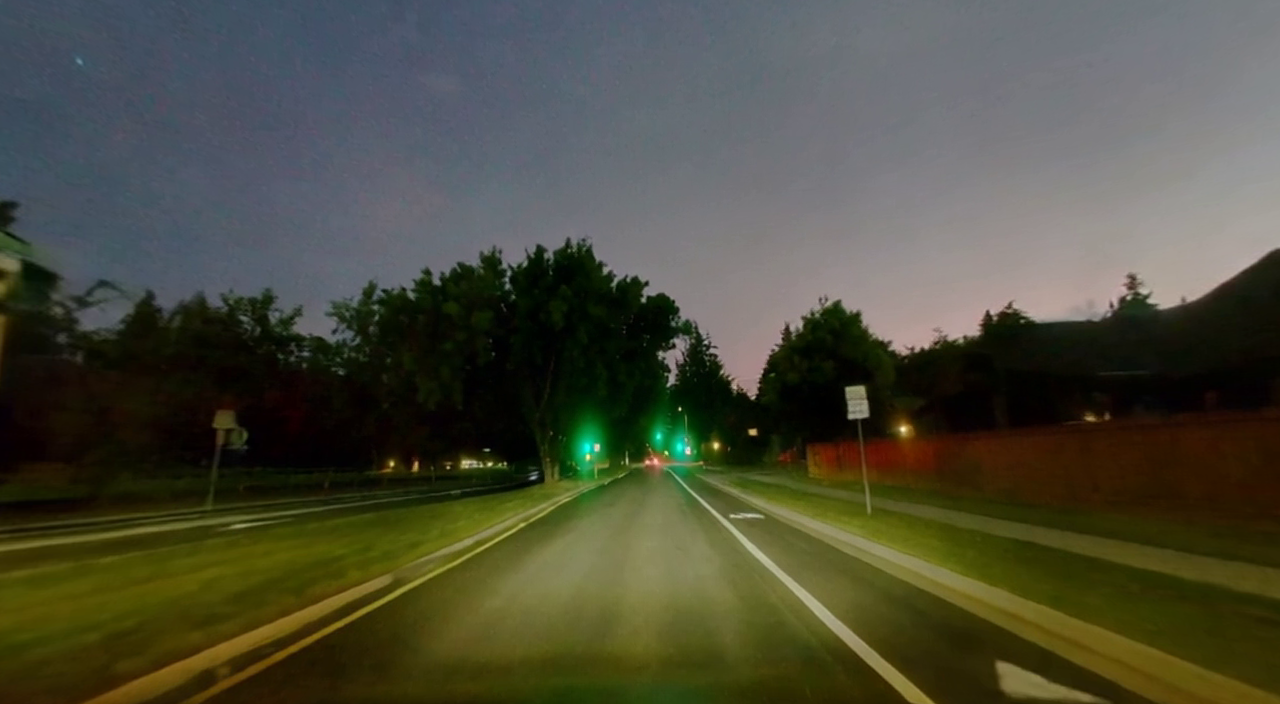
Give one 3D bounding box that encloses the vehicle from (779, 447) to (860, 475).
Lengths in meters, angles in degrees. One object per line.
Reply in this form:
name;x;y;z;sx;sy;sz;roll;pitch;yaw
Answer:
vehicle;12.175;7.417;42.782;4.807;1.865;2.160;0;-9;1
